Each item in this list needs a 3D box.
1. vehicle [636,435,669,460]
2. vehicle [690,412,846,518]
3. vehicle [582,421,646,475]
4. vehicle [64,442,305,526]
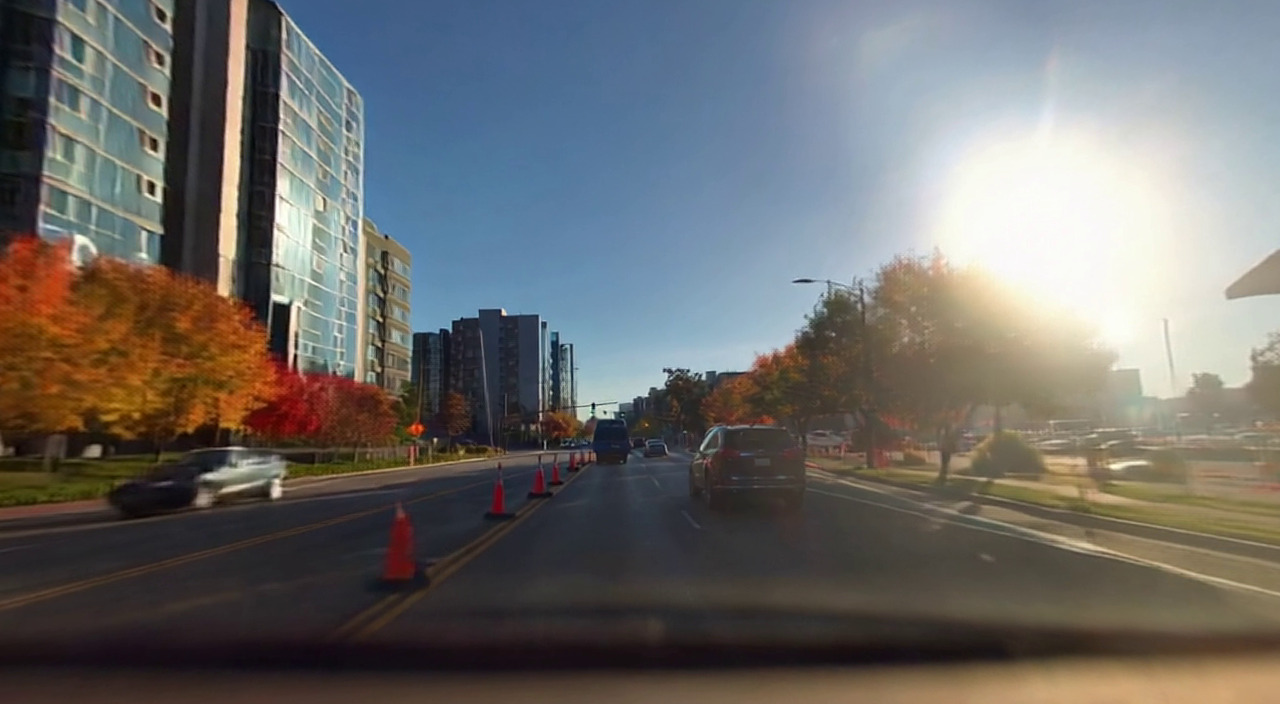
[{"bbox_3d":[0.895,7.555,49.600,2.187,1.835,5.471,0,-8,-3],"label":"vehicle"},{"bbox_3d":[2.444,2.369,13.744,2.120,1.828,5.531,0,-8,-2],"label":"vehicle"},{"bbox_3d":[-1.243,4.632,30.475,2.762,2.309,6.723,0,-8,-2],"label":"vehicle"},{"bbox_3d":[-9.515,2.745,13.694,1.997,1.512,4.322,0,-8,0],"label":"vehicle"}]
